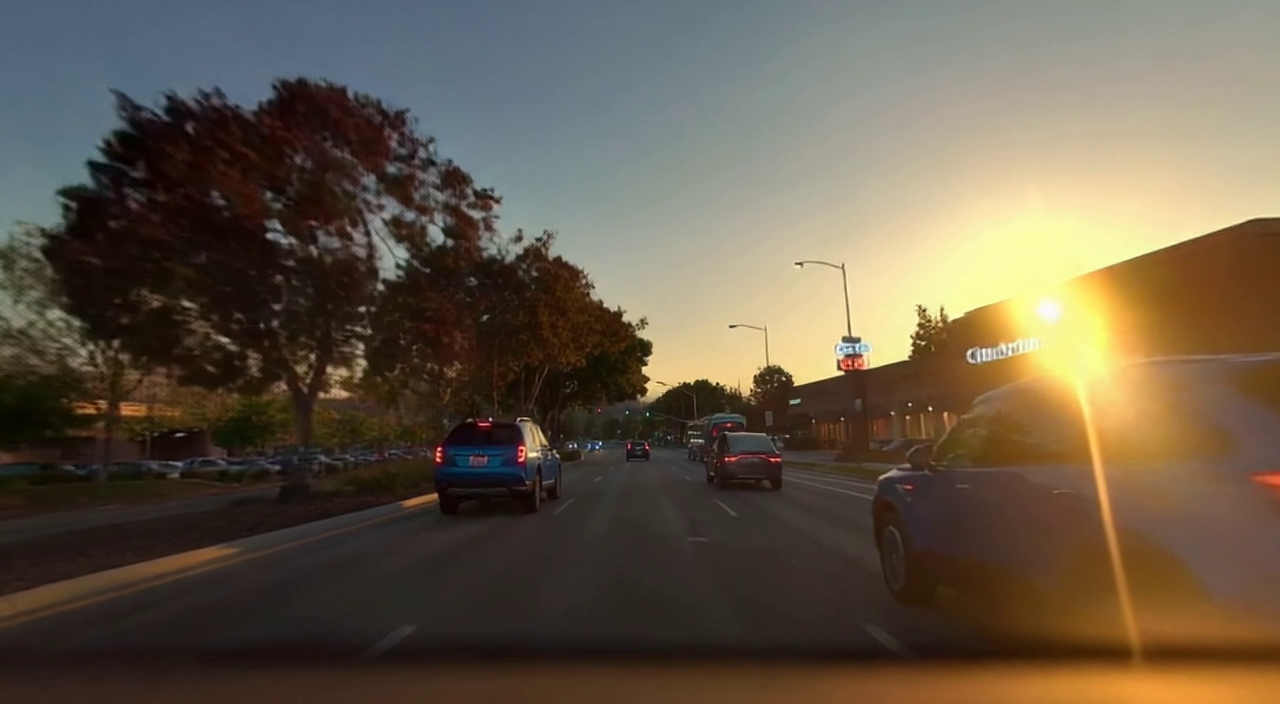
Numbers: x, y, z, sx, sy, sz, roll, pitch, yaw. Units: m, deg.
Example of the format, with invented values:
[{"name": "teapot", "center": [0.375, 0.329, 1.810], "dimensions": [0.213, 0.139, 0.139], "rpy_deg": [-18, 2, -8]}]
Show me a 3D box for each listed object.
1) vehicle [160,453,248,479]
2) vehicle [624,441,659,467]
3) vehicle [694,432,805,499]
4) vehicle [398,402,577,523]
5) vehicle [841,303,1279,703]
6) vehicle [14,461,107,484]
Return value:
[{"name": "vehicle", "center": [-28.749, 7.532, 41.743], "dimensions": [4.441, 1.625, 1.916], "rpy_deg": [-1, -8, 3]}, {"name": "vehicle", "center": [0.057, 6.032, 37.469], "dimensions": [2.008, 1.464, 4.052], "rpy_deg": [0, -8, -1]}, {"name": "vehicle", "center": [2.858, 3.094, 17.709], "dimensions": [2.174, 1.596, 4.779], "rpy_deg": [0, -8, -1]}, {"name": "vehicle", "center": [-2.861, 2.282, 13.481], "dimensions": [2.368, 2.037, 5.319], "rpy_deg": [0, -8, 1]}, {"name": "vehicle", "center": [2.862, 0.962, 3.457], "dimensions": [2.018, 1.719, 4.369], "rpy_deg": [0, -8, -1]}, {"name": "vehicle", "center": [-42.275, 8.792, 46.237], "dimensions": [4.526, 1.514, 1.988], "rpy_deg": [5, -10, -29]}]
